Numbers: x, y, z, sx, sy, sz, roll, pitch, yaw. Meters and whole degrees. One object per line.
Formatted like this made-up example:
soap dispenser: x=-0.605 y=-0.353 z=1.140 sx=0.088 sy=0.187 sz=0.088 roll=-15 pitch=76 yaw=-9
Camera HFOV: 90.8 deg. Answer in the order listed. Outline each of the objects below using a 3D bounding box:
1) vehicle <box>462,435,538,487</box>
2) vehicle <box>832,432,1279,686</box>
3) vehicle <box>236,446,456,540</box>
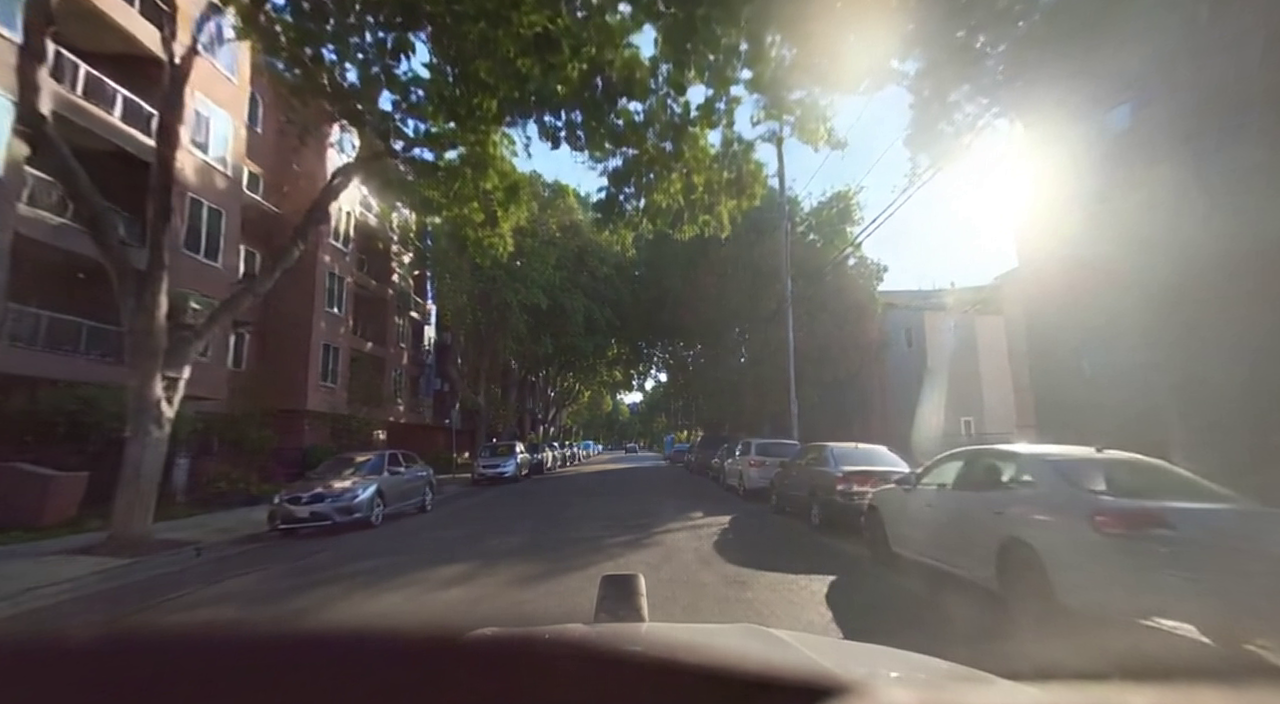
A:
vehicle: x=-5.512 y=4.324 z=25.526 sx=2.069 sy=1.881 sz=4.697 roll=0 pitch=-8 yaw=-1
vehicle: x=3.628 y=1.564 z=6.140 sx=1.881 sy=1.460 sz=4.737 roll=0 pitch=-8 yaw=-2
vehicle: x=-5.299 y=2.559 z=12.265 sx=2.080 sy=1.458 sz=4.511 roll=0 pitch=-8 yaw=0
